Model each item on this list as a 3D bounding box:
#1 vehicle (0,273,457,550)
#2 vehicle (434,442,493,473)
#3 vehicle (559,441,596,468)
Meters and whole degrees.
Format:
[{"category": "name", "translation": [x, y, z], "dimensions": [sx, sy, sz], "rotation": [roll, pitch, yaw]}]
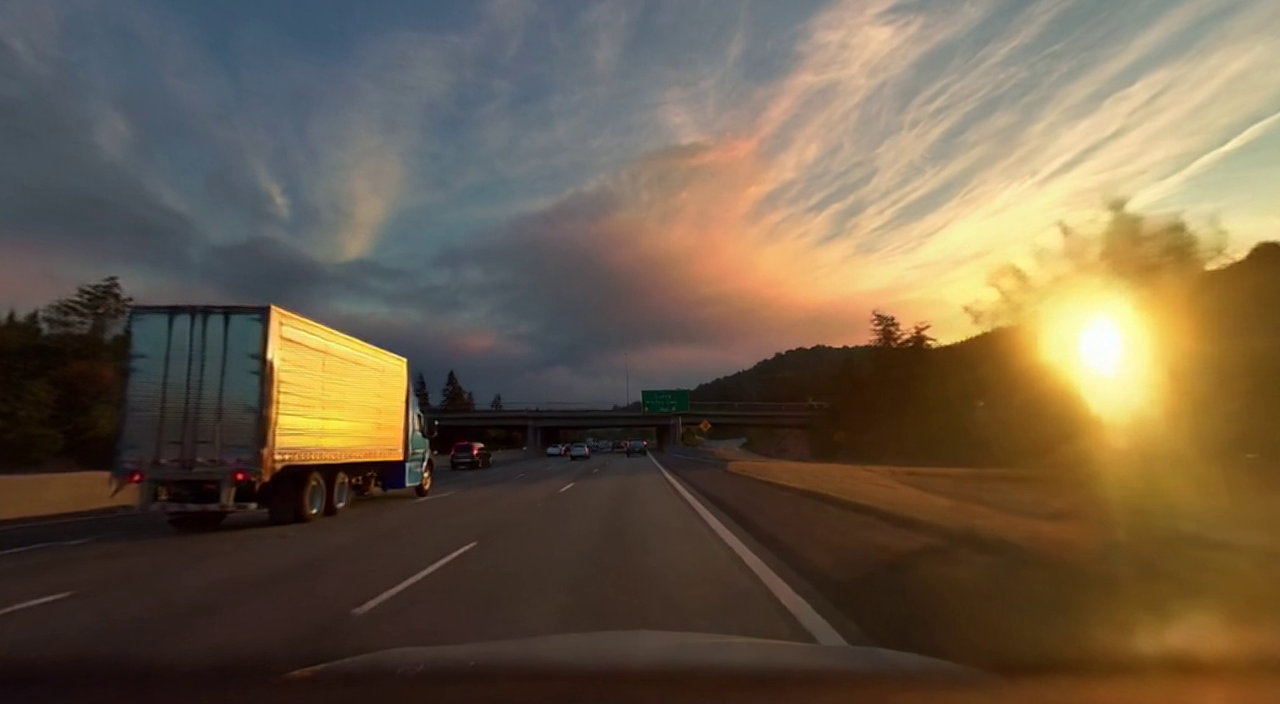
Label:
[{"category": "vehicle", "translation": [-7.251, 1.542, 13.938], "dimensions": [3.303, 3.868, 10.298], "rotation": [0, -9, 0]}, {"category": "vehicle", "translation": [-10.904, 6.555, 39.435], "dimensions": [2.146, 1.764, 5.510], "rotation": [0, -9, 0]}, {"category": "vehicle", "translation": [-4.232, 6.996, 43.131], "dimensions": [2.094, 1.695, 4.260], "rotation": [0, -9, 0]}]
